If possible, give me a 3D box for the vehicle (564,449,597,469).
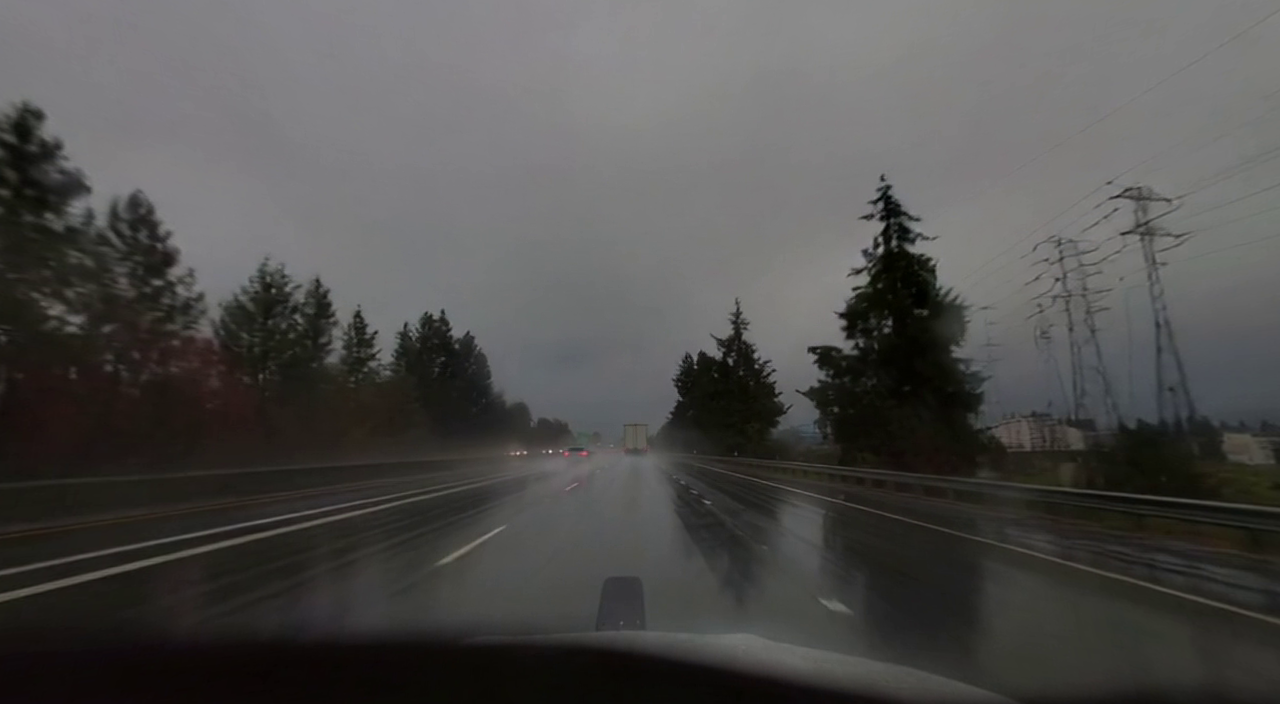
[{"bbox_3d":[-4.454,8.108,47.923,2.106,1.445,4.404,0,-9,-1],"label":"vehicle"}]
